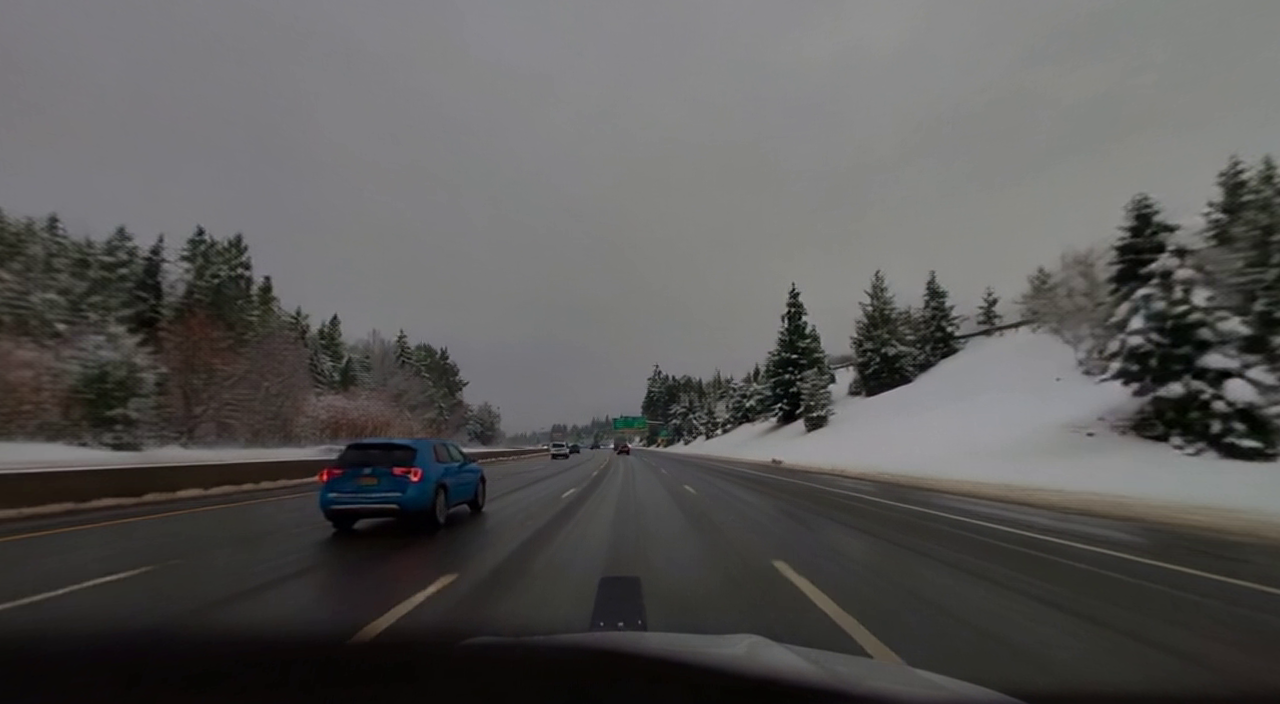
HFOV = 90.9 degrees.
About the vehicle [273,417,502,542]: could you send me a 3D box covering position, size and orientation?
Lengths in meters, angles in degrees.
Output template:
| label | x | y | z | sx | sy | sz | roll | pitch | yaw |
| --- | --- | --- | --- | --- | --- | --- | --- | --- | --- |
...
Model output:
| label | x | y | z | sx | sy | sz | roll | pitch | yaw |
| --- | --- | --- | --- | --- | --- | --- | --- | --- | --- |
| vehicle | -4.033 | 2.122 | 11.146 | 2.162 | 1.724 | 4.537 | 0 | -8 | 0 |
